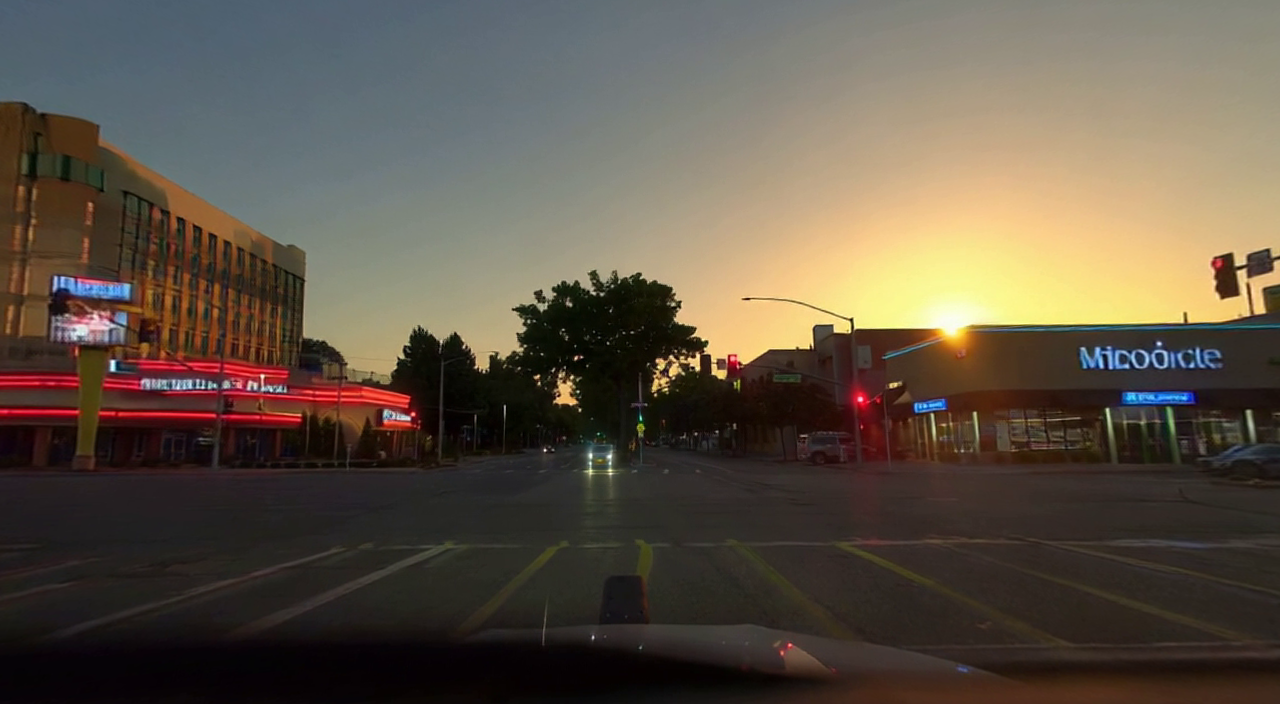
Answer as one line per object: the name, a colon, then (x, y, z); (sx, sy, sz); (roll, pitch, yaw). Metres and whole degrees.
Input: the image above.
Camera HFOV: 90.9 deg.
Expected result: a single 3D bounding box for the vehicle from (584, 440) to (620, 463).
vehicle: (-2.518, 6.702, 42.758); (2.104, 1.468, 4.195); (0, -8, 1)
